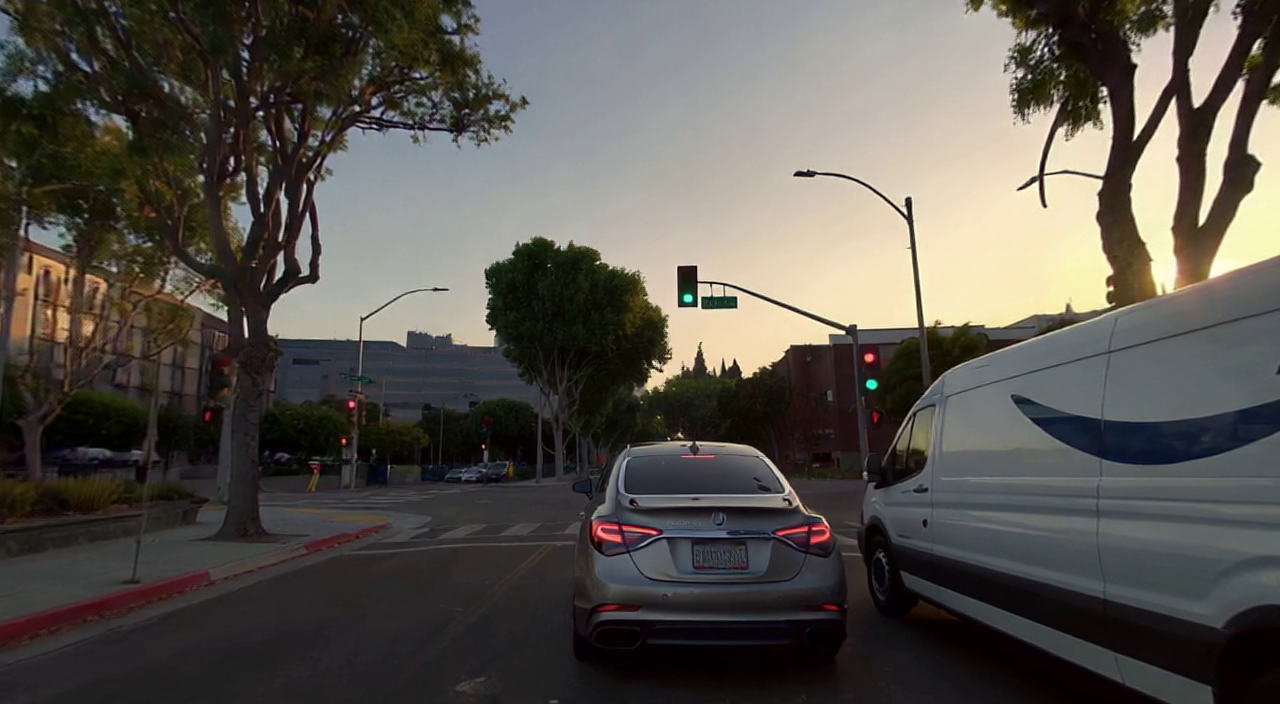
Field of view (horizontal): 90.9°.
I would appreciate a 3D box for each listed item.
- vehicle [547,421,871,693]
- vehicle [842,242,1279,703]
[{"bbox_3d":[0.380,1.589,5.730,1.961,1.629,3.610,1,-10,-1],"label":"vehicle"},{"bbox_3d":[2.855,0.894,2.904,2.054,1.965,5.248,1,-11,0],"label":"vehicle"}]
